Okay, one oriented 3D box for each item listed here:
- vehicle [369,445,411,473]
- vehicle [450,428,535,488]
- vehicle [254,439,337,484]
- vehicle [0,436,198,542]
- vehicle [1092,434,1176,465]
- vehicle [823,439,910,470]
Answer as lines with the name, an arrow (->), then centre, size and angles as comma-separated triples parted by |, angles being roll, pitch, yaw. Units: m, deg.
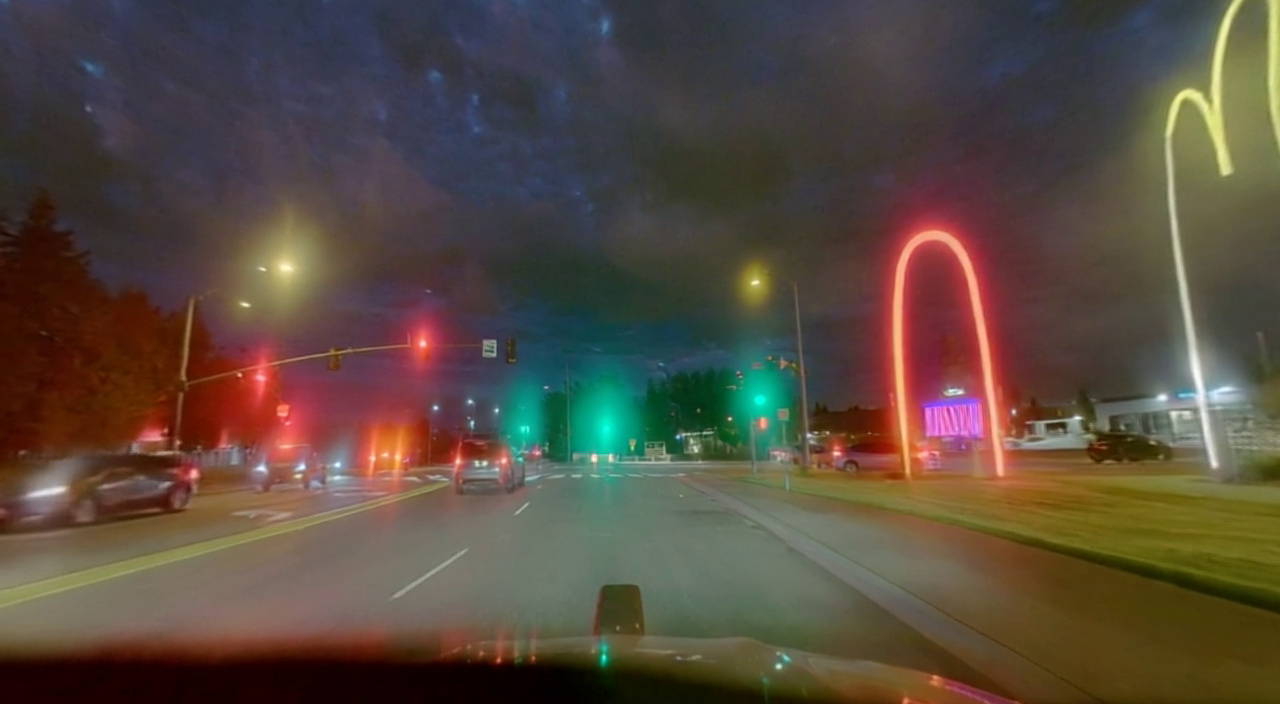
vehicle -> -17.218, 7.351, 43.556 | 2.433, 1.784, 4.681 | 3, -10, -21
vehicle -> -4.973, 3.667, 22.021 | 2.134, 1.799, 5.082 | 0, -9, -5
vehicle -> -18.797, 5.991, 34.877 | 2.555, 2.199, 5.958 | 2, -9, -14
vehicle -> -10.819, 2.472, 11.977 | 1.925, 1.631, 4.250 | 0, -9, -3
vehicle -> 34.333, 6.781, 43.980 | 4.439, 1.764, 2.259 | 5, -8, -13
vehicle -> 13.935, 6.326, 39.050 | 4.857, 1.803, 2.147 | -3, -9, 19
